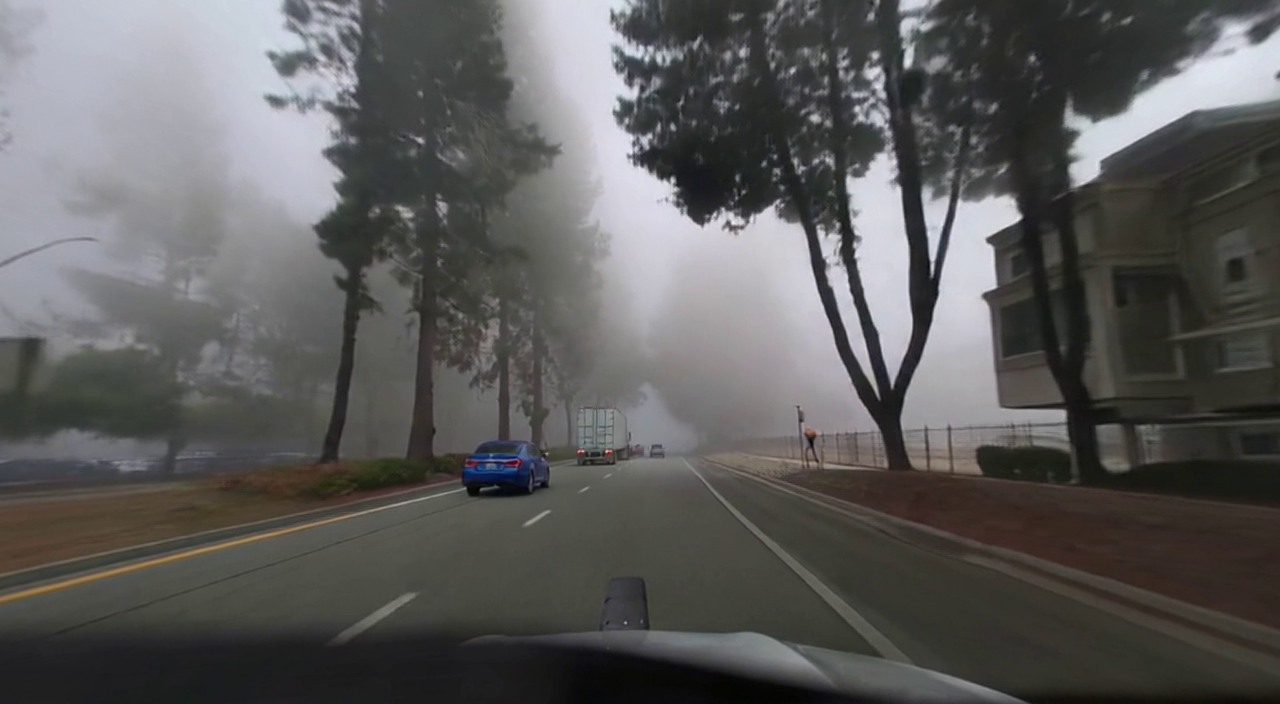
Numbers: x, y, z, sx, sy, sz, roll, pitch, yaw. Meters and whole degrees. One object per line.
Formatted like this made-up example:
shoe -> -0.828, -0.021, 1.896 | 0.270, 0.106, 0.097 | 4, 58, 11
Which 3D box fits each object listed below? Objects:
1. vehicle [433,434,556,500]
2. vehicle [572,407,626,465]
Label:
vehicle -> -3.565, 2.903, 16.372 | 2.005, 1.462, 4.345 | 0, -8, 2
vehicle -> -2.430, 5.443, 40.450 | 2.746, 3.276, 8.572 | 0, -8, 1
